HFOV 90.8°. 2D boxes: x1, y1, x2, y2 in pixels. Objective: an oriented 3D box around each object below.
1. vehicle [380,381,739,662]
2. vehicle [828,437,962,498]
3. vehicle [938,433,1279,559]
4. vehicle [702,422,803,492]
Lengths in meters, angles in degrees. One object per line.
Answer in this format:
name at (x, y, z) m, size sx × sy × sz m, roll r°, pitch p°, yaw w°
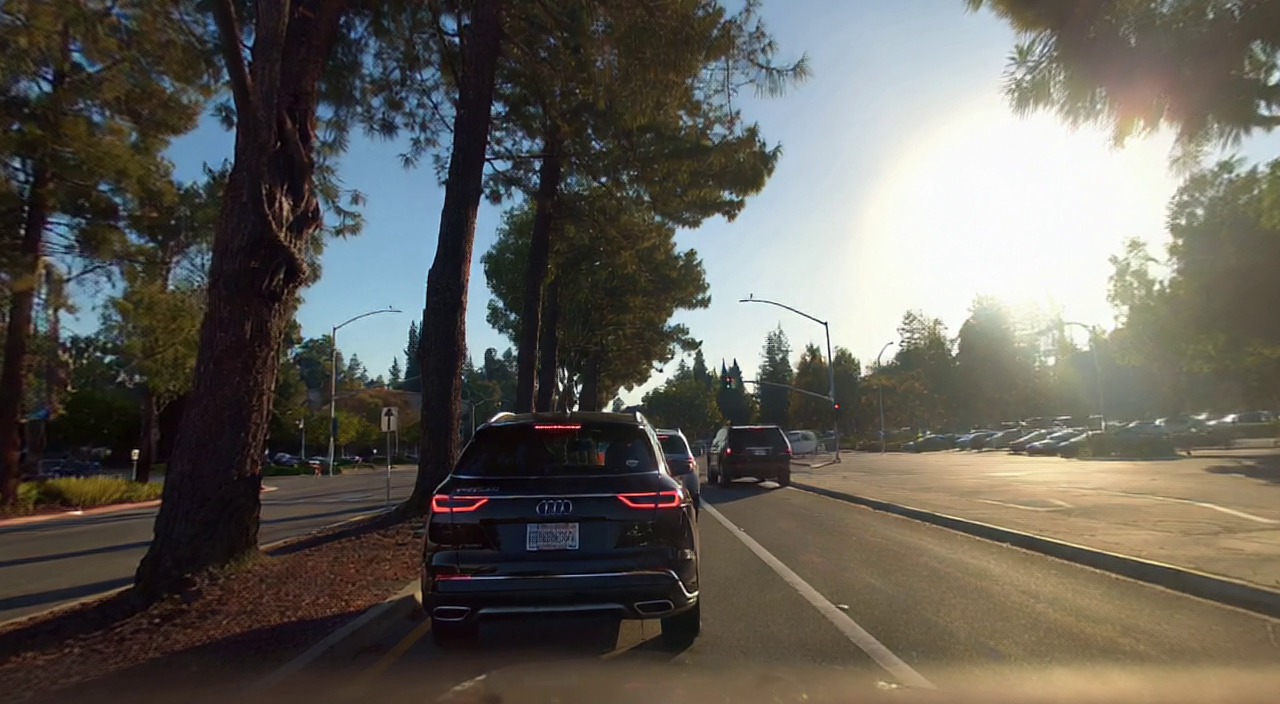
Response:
vehicle at (-0.435, 1.351, 6.093) m, size 2.201 × 1.709 × 4.271 m, roll 0°, pitch -9°, yaw 2°
vehicle at (6.958, 3.189, 17.815) m, size 1.890 × 1.489 × 4.415 m, roll 0°, pitch -9°, yaw -1°
vehicle at (6.595, 2.010, 9.638) m, size 1.894 × 1.445 × 4.565 m, roll 0°, pitch -9°, yaw 0°
vehicle at (3.361, 3.274, 19.941) m, size 2.200 × 1.909 × 4.853 m, roll 0°, pitch -9°, yaw -1°
